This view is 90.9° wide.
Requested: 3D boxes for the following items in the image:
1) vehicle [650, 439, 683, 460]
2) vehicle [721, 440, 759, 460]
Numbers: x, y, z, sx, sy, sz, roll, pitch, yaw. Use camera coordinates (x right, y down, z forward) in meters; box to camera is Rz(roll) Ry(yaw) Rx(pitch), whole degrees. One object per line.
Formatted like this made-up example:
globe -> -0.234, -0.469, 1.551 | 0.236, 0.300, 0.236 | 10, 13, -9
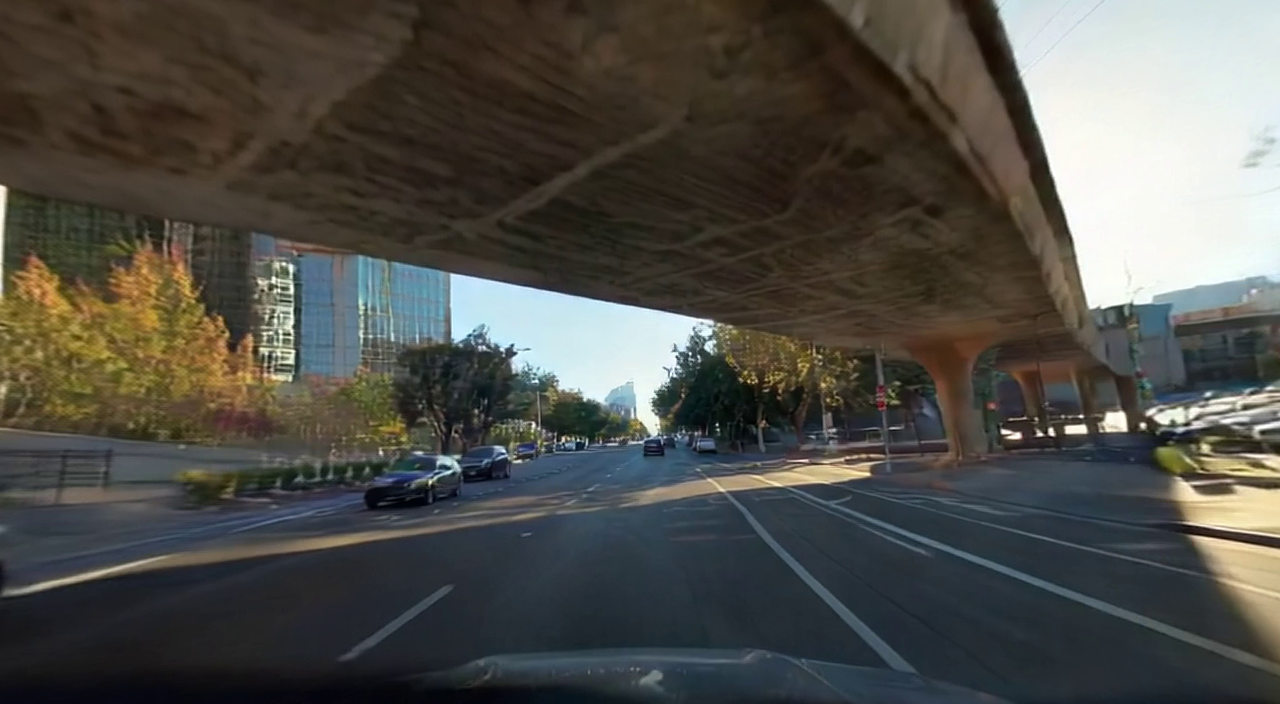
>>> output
vehicle -> 1.942, 7.161, 46.359 | 2.280, 1.475, 4.051 | 0, -8, 3
vehicle -> 7.485, 7.388, 47.726 | 2.035, 1.435, 4.481 | 0, -8, -1
